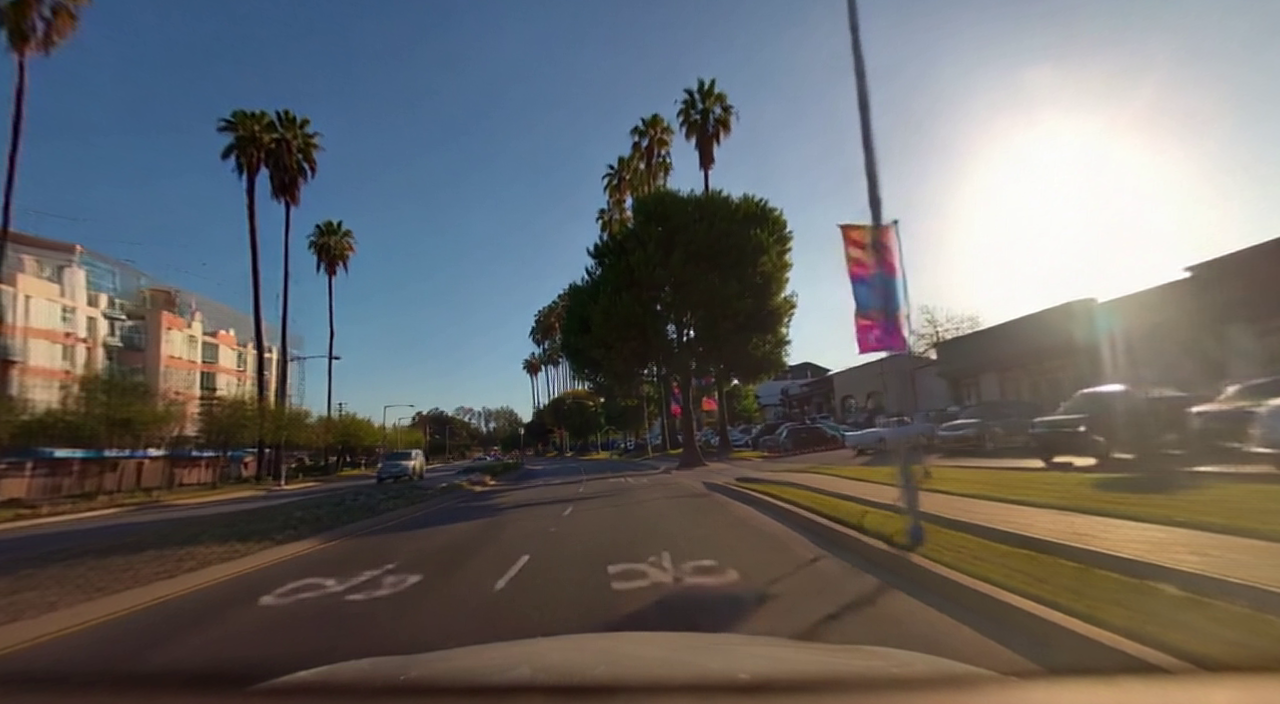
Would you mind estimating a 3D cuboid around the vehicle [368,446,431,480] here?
[{"bbox_3d":[-14.974,6.895,39.412,2.239,1.955,5.017,0,-8,-4],"label":"vehicle"}]

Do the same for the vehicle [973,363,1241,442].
[{"bbox_3d":[10.758,1.238,14.762,4.636,1.695,2.025,0,-8,-1],"label":"vehicle"}]
